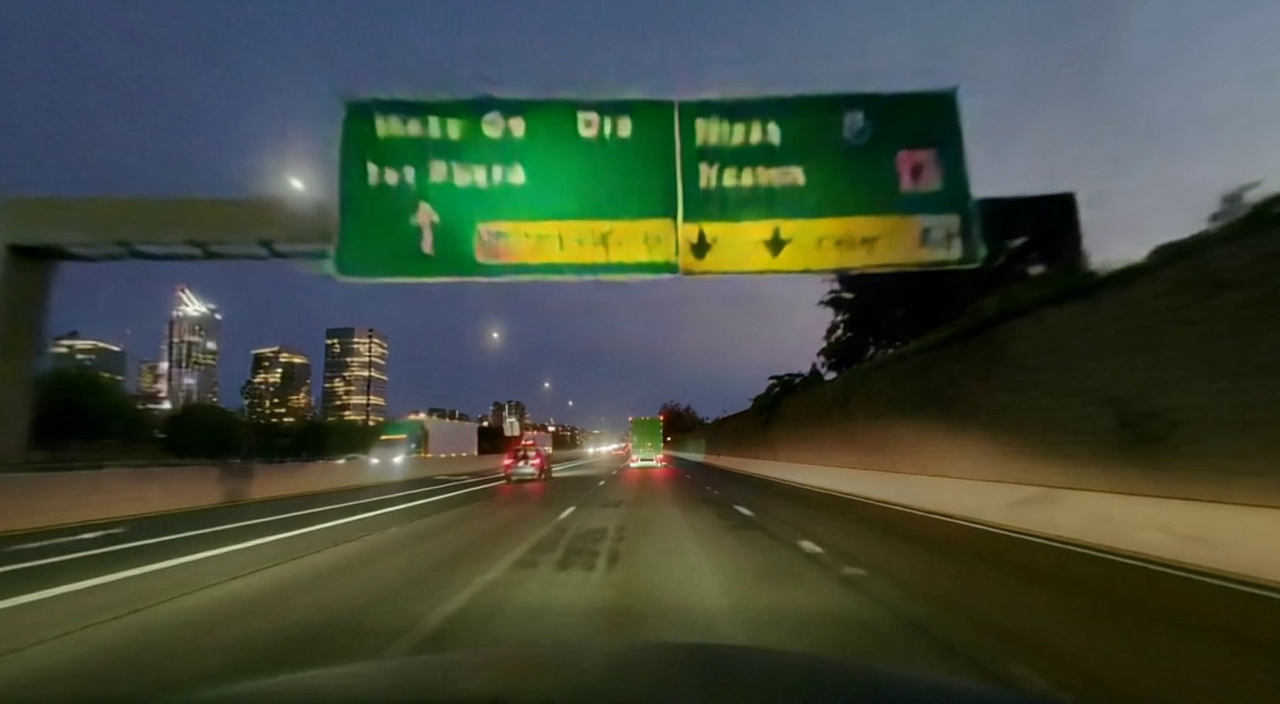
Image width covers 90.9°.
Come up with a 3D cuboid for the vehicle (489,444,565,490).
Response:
[{"bbox_3d":[-4.072,4.223,23.534,1.974,1.531,4.429,0,-9,1],"label":"vehicle"}]

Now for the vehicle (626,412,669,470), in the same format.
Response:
[{"bbox_3d":[0.601,7.007,49.243,2.980,4.051,10.359,0,-9,1],"label":"vehicle"}]

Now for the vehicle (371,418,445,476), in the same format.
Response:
[{"bbox_3d":[-16.779,6.938,46.013,2.987,3.918,5.823,0,-9,1],"label":"vehicle"}]
